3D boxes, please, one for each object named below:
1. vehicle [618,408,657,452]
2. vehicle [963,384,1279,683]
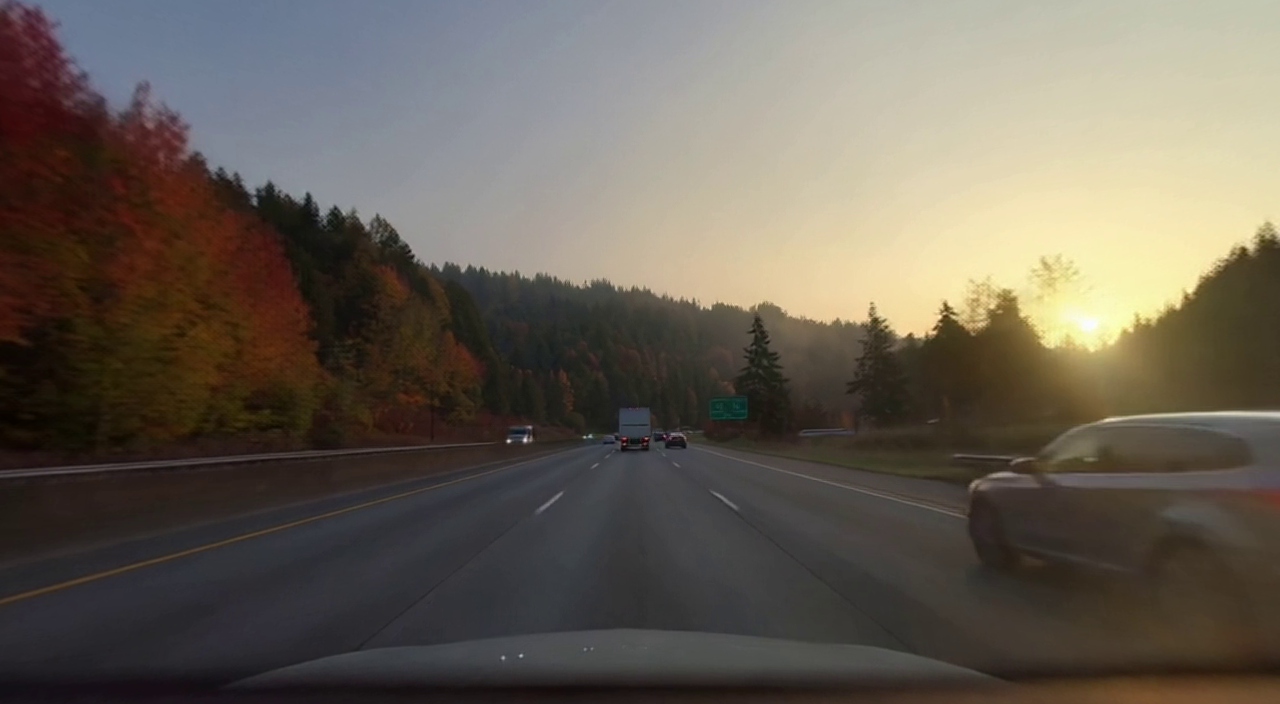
[{"bbox_3d":[-0.250,5.752,45.872,2.631,2.957,6.512,0,-8,-2],"label":"vehicle"},{"bbox_3d":[4.139,1.033,4.088,1.882,1.492,3.958,0,-8,-1],"label":"vehicle"}]
